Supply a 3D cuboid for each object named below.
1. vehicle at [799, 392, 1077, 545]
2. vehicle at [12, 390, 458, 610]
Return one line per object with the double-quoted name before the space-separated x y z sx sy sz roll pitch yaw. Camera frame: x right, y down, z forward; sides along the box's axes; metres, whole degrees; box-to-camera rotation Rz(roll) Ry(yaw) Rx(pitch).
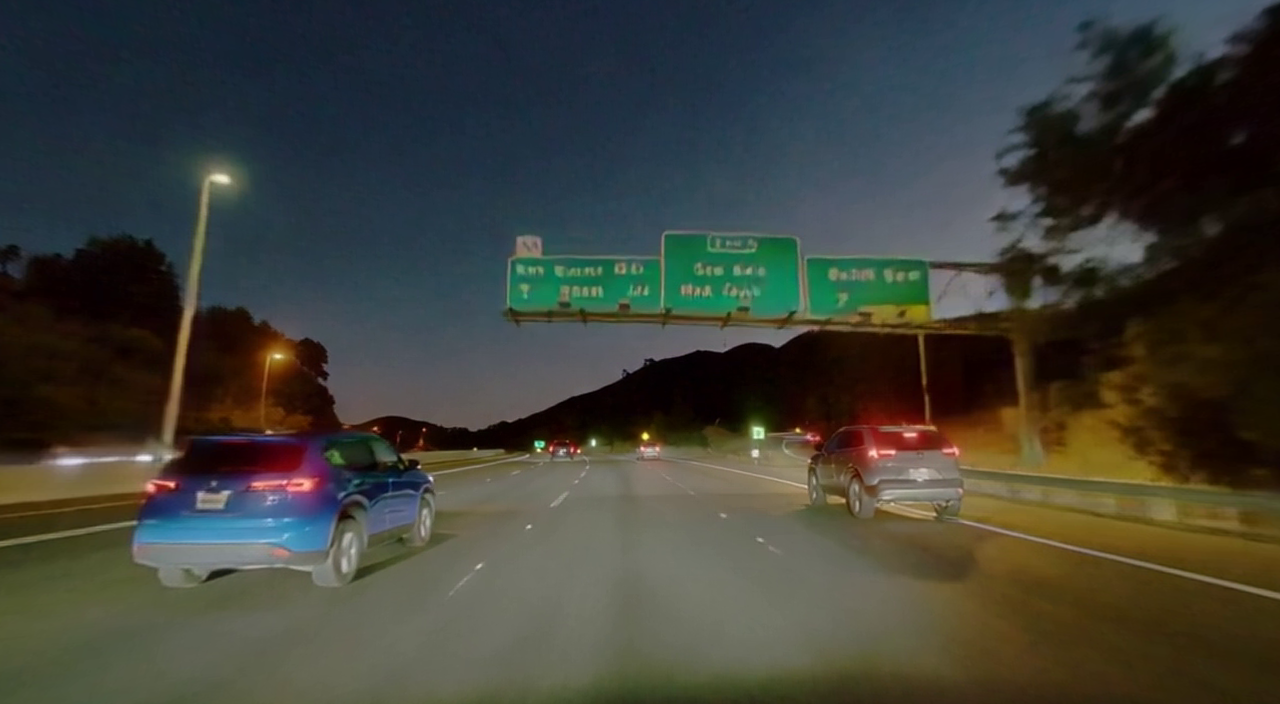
"vehicle" 4.372 1.820 10.430 2.103 1.903 4.837 0 -8 -2
"vehicle" -3.926 1.524 7.453 2.213 1.766 4.598 0 -8 0
